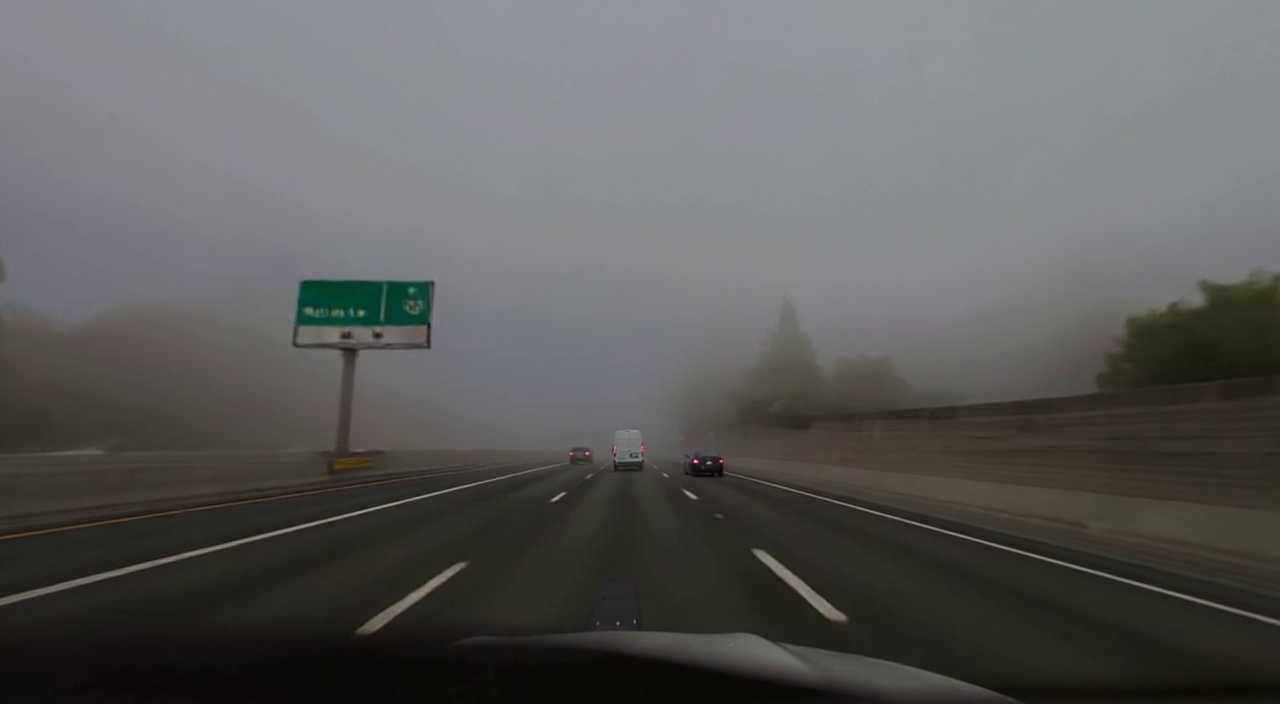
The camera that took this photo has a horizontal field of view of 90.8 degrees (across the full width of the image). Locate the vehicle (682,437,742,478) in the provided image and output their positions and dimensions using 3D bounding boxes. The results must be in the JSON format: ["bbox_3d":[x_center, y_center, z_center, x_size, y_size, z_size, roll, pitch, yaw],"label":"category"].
[{"bbox_3d":[3.233,4.841,29.238,2.160,1.759,4.214,0,-8,-2],"label":"vehicle"}]

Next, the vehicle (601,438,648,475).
[{"bbox_3d":[-0.780,5.382,32.718,2.297,1.783,4.355,0,-8,-1],"label":"vehicle"}]

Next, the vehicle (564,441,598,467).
[{"bbox_3d":[-4.109,7.231,44.834,2.023,1.709,4.263,0,-8,0],"label":"vehicle"}]
